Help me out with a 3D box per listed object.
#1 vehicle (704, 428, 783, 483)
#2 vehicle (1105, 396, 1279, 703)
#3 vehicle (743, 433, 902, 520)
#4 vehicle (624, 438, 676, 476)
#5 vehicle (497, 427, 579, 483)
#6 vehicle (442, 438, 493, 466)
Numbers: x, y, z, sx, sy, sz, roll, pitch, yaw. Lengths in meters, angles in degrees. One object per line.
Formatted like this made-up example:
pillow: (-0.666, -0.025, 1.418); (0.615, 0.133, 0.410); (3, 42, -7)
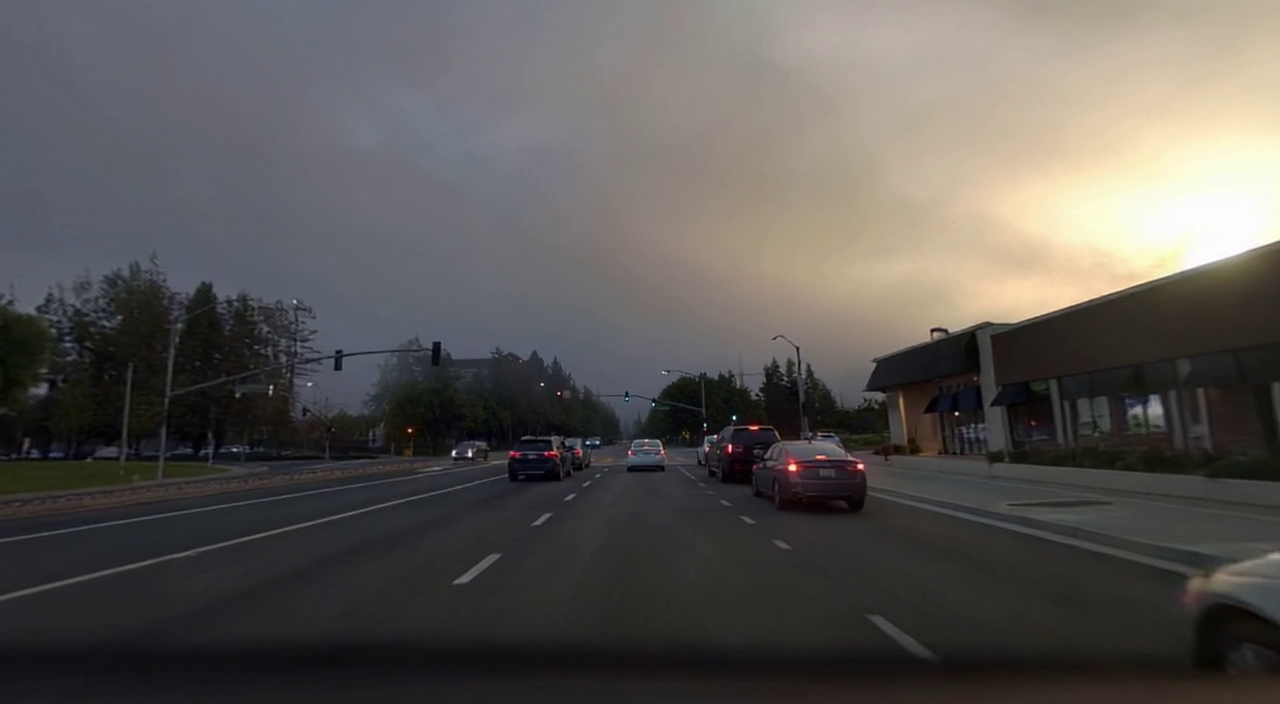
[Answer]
vehicle: (3.504, 3.585, 22.070); (1.992, 1.744, 4.183); (0, -8, -1)
vehicle: (3.201, 0.687, 0.755); (1.948, 1.474, 4.360); (0, -8, 0)
vehicle: (3.466, 2.438, 12.909); (1.913, 1.463, 4.198); (0, -8, -1)
vehicle: (0.341, 4.236, 25.671); (1.971, 1.433, 3.923); (0, -8, -1)
vehicle: (-3.397, 3.539, 21.854); (2.023, 1.720, 4.452); (0, -8, 1)
vehicle: (-10.388, 6.033, 38.276); (1.989, 1.598, 4.054); (-1, -8, 0)
